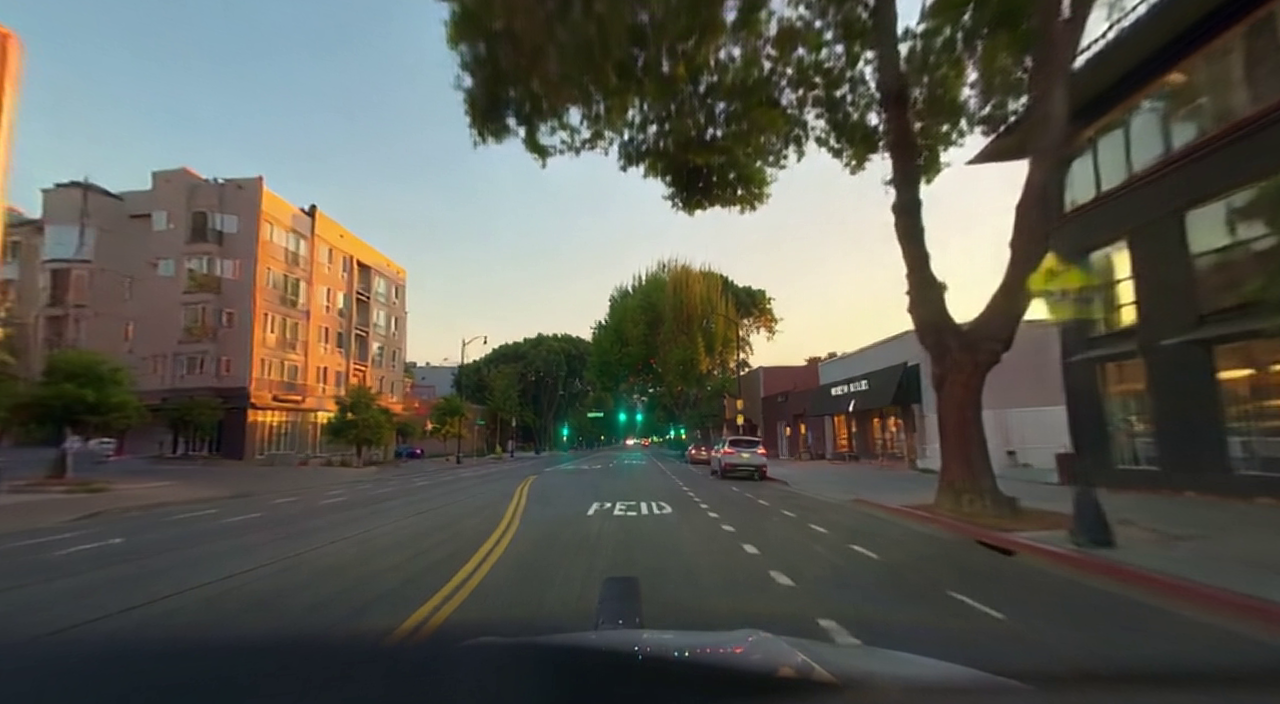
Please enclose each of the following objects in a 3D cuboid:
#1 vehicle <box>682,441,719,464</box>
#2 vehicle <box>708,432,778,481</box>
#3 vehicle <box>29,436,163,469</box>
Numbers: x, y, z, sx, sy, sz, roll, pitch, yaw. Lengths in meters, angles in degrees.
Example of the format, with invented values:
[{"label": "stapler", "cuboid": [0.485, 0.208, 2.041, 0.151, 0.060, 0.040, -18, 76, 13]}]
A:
[{"label": "vehicle", "cuboid": [4.055, 6.858, 43.102, 1.856, 1.462, 4.501, 1, -8, -3]}, {"label": "vehicle", "cuboid": [4.022, 4.181, 25.528, 1.957, 1.753, 4.413, 1, -8, -2]}, {"label": "vehicle", "cuboid": [-26.091, 4.845, 30.488, 4.402, 1.449, 1.880, 3, -6, -17]}]
